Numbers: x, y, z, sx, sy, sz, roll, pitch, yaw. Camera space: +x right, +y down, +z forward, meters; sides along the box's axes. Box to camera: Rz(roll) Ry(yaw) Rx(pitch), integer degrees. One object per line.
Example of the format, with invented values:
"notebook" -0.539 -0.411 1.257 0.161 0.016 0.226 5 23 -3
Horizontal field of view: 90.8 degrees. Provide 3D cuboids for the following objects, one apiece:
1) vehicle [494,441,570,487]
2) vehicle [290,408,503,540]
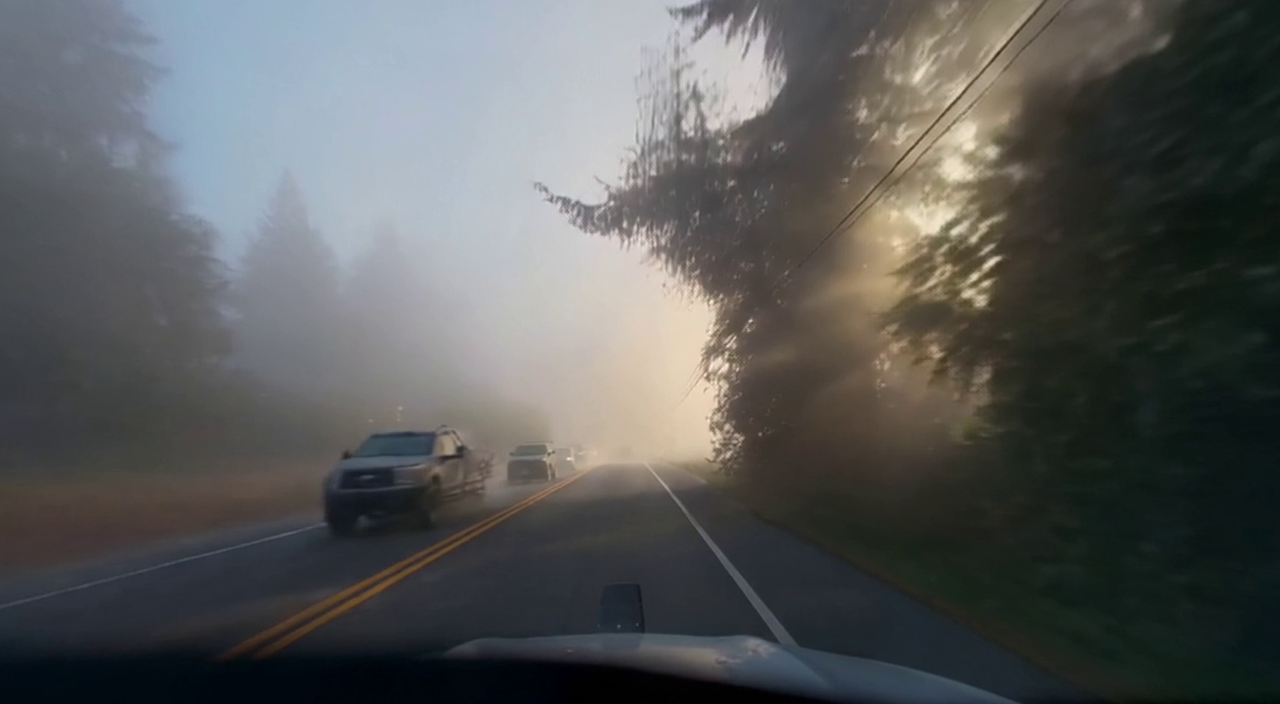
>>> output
"vehicle" -4.517 4.734 27.189 2.284 1.634 4.756 -3 -8 1
"vehicle" -4.654 2.376 13.193 2.549 2.028 5.180 -3 -7 -2
